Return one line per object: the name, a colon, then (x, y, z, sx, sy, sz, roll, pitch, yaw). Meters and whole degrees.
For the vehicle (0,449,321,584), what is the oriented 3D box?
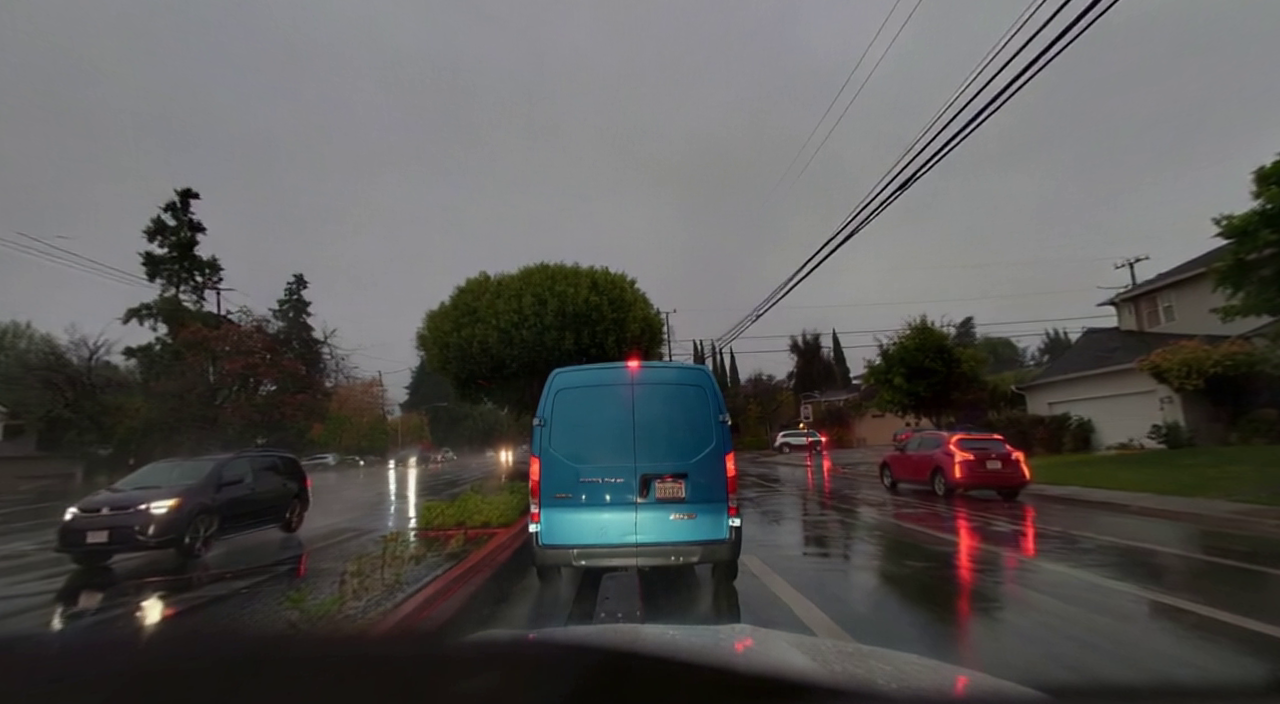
vehicle: (-7.490, 2.508, 10.615, 1.997, 1.724, 4.417, 0, -9, -1)

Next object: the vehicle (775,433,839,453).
vehicle: (13.152, 7.186, 49.815, 4.483, 1.463, 1.805, 0, -8, -1)

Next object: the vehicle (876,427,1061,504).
vehicle: (7.350, 2.570, 14.726, 1.883, 1.504, 4.220, 0, -9, -2)

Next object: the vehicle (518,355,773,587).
vehicle: (0.057, 1.451, 8.342, 2.342, 2.142, 4.809, 0, -9, 0)

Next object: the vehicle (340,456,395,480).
vehicle: (-18.335, 7.807, 42.721, 1.816, 1.445, 4.120, 0, -9, 0)
